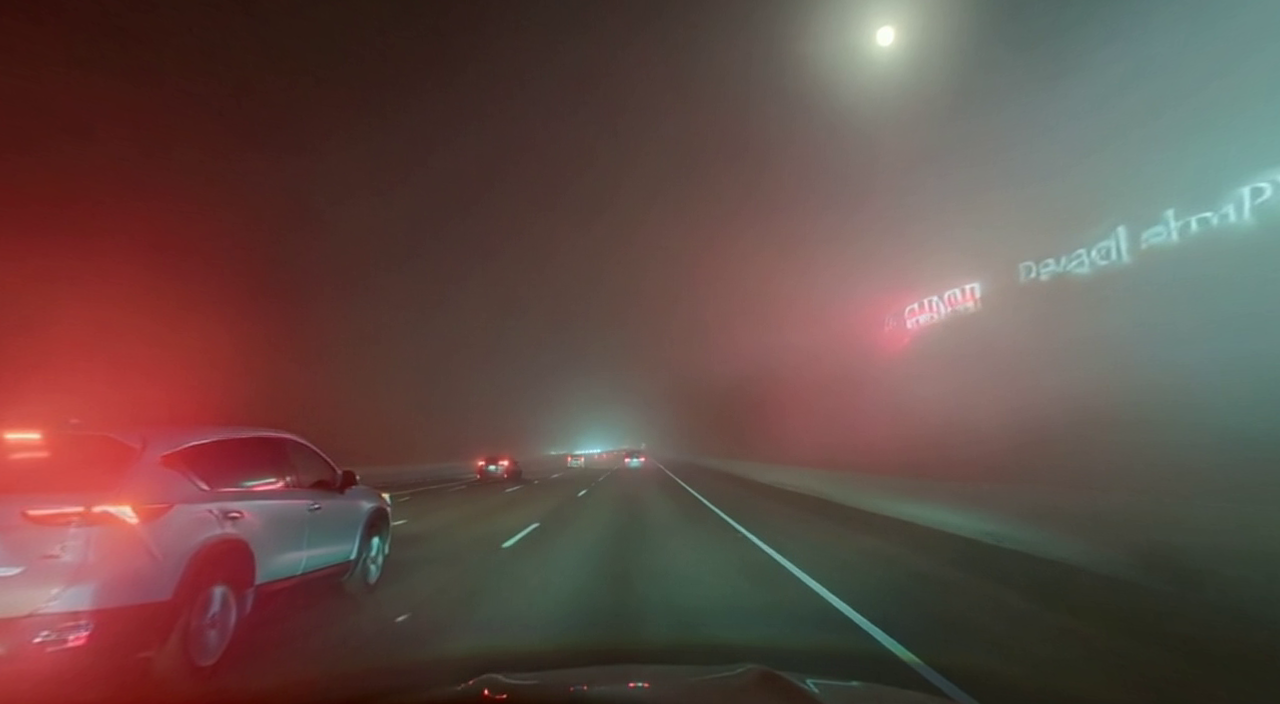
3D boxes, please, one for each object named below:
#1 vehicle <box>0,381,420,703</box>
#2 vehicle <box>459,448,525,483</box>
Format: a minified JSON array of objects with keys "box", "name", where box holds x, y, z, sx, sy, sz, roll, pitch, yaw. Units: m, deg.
[{"box":[-3.819,1.360,5.550,2.059,1.725,4.521,0,-9,1],"name":"vehicle"},{"box":[-7.159,5.541,31.011,1.998,1.542,4.953,0,-9,1],"name":"vehicle"}]
